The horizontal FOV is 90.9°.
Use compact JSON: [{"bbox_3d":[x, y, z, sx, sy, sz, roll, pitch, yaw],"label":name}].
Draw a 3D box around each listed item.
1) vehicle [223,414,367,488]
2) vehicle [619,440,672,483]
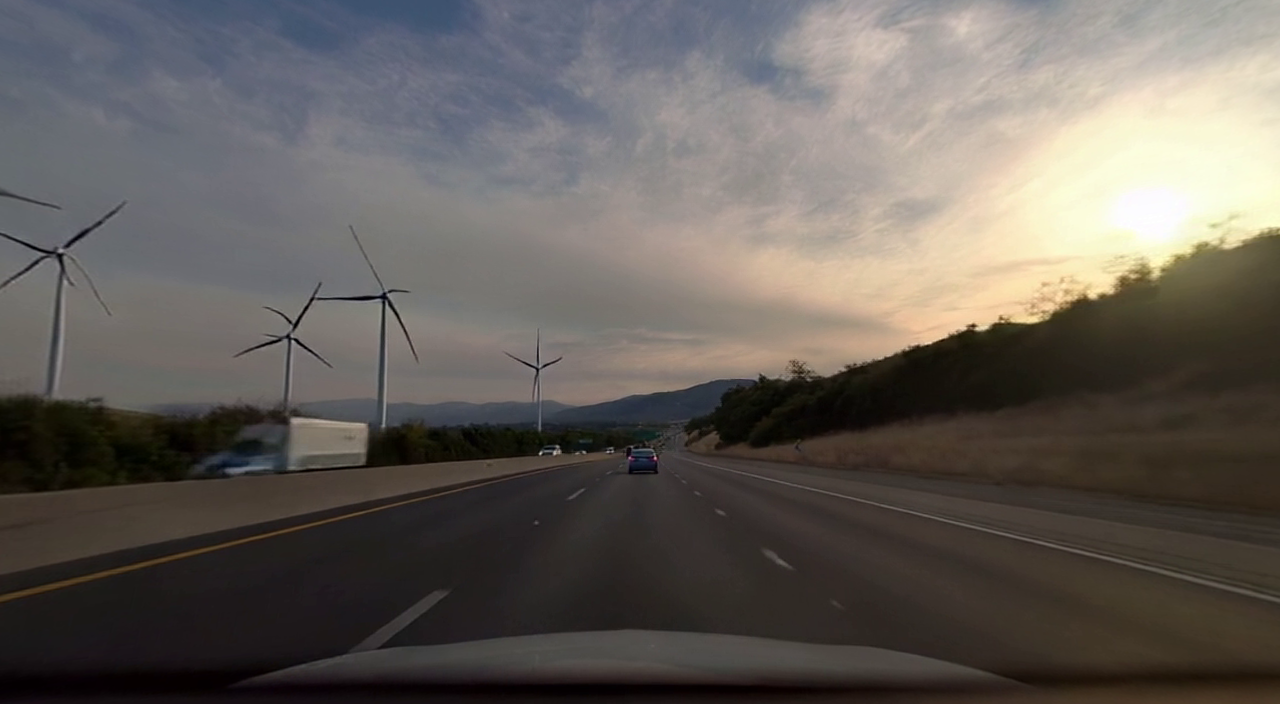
[{"bbox_3d":[-15.753,4.616,29.531,2.585,3.015,7.117,0,-9,0],"label":"vehicle"},{"bbox_3d":[0.211,4.610,26.739,2.083,1.653,3.787,0,-9,-1],"label":"vehicle"}]
